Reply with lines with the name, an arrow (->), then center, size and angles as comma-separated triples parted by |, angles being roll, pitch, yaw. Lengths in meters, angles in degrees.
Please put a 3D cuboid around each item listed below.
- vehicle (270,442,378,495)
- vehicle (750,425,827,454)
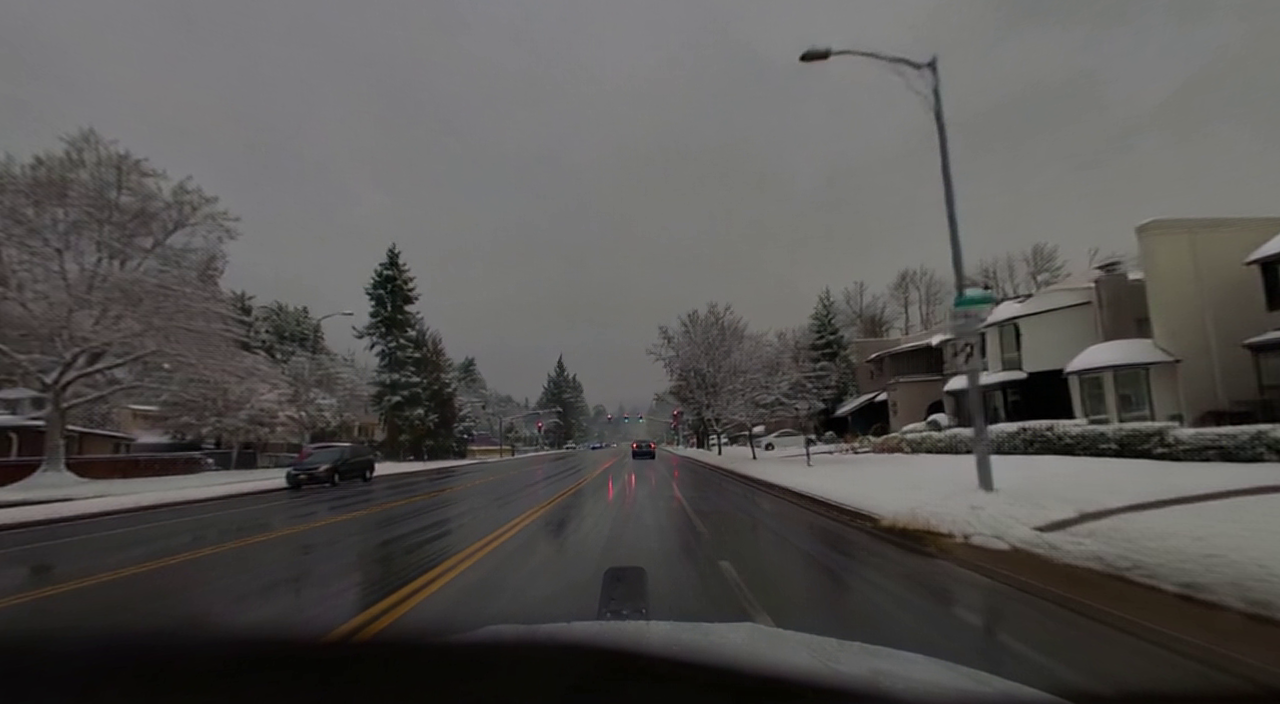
vehicle -> -14.195, 5.204, 28.737 | 2.337, 1.850, 5.448 | -4, -7, -2
vehicle -> 10.324, 6.155, 44.111 | 4.746, 1.485, 1.916 | -6, -8, -1
